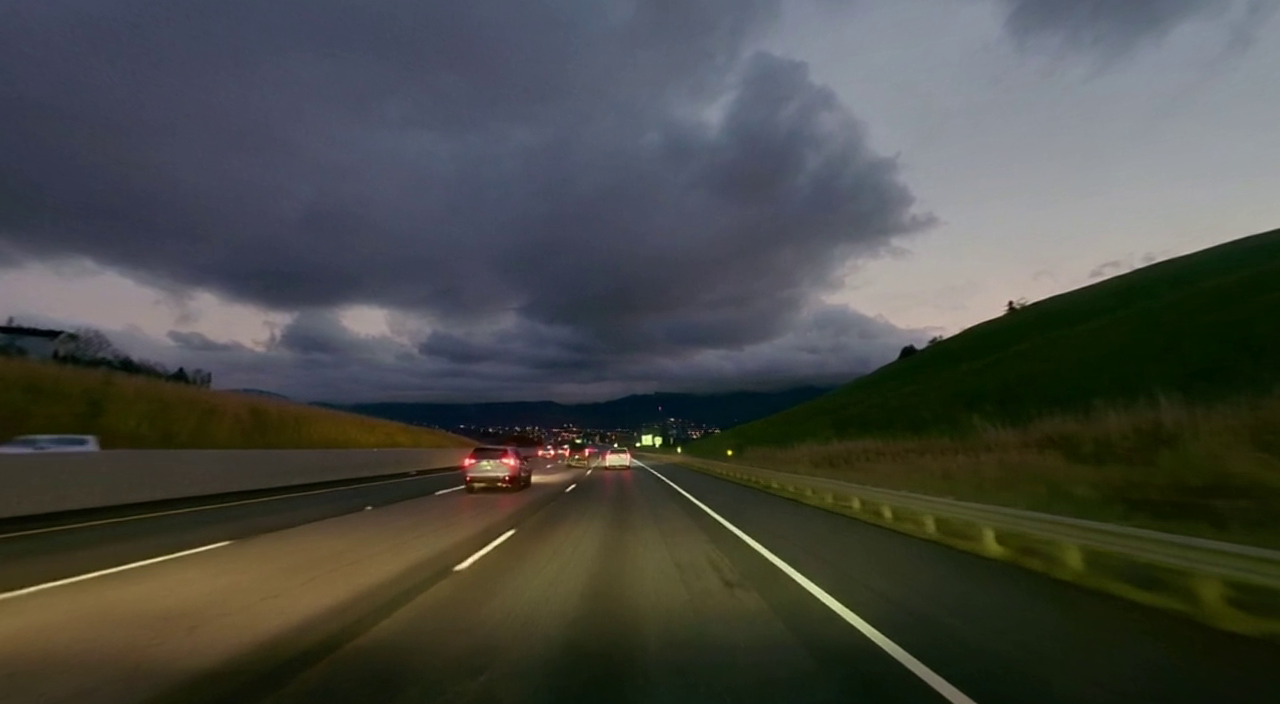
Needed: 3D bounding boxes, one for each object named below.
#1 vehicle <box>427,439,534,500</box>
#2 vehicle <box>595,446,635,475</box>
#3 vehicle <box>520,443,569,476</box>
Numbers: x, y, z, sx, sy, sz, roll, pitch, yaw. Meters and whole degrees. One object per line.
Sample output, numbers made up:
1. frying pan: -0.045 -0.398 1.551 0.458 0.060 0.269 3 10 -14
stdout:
1. vehicle: -4.634 3.478 19.059 2.208 1.619 4.162 0 -9 -1
2. vehicle: -1.351 5.830 33.996 1.988 1.440 4.201 0 -9 -3
3. vehicle: -5.147 5.836 34.427 2.118 1.624 4.032 0 -9 -1
